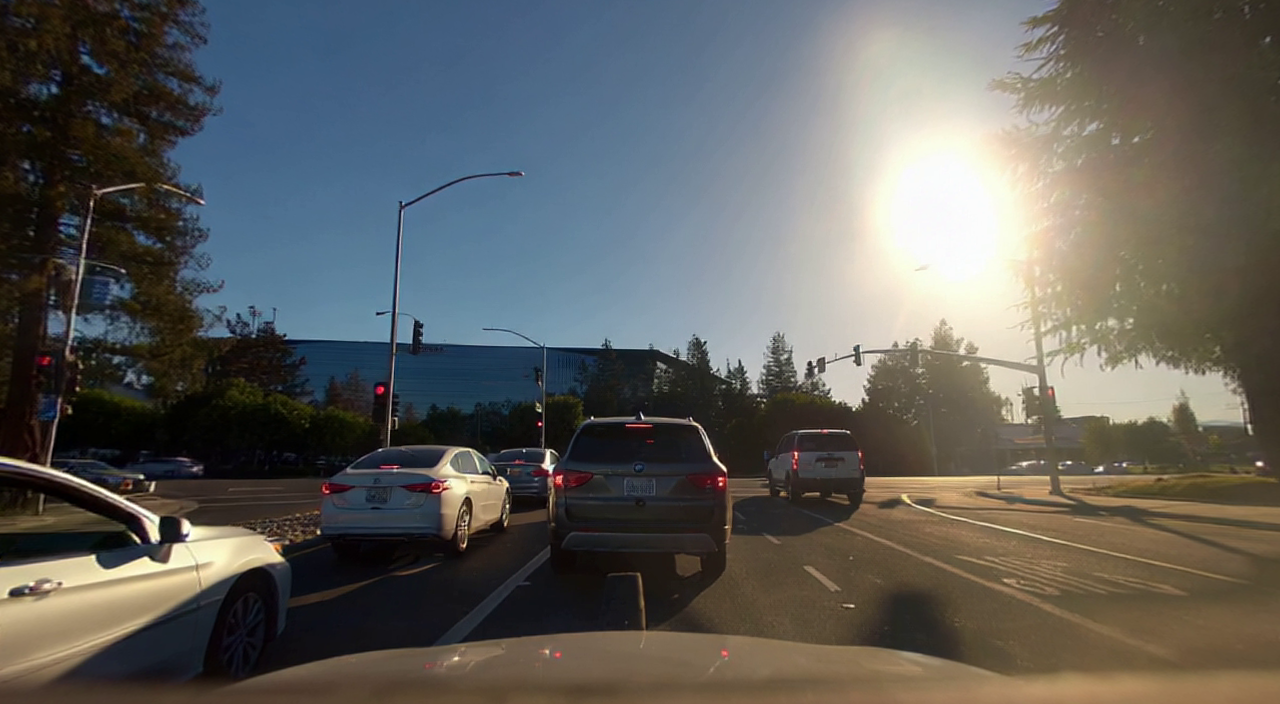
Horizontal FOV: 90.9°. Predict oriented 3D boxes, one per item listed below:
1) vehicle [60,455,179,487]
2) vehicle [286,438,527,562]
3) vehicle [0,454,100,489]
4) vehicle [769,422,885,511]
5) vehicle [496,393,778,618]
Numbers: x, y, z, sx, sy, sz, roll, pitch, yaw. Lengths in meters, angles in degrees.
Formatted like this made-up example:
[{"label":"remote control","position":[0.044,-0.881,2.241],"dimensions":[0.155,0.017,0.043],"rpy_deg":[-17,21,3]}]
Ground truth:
[{"label":"vehicle","position":[-25.976,5.946,31.594],"dimensions":[4.140,1.444,1.742],"rpy_deg":[2,-9,-15]},{"label":"vehicle","position":[-3.185,2.091,9.756],"dimensions":[1.913,1.453,4.413],"rpy_deg":[0,-8,2]},{"label":"vehicle","position":[-27.043,5.274,27.955],"dimensions":[4.198,1.444,1.765],"rpy_deg":[2,-9,-15]},{"label":"vehicle","position":[4.817,2.998,16.919],"dimensions":[2.084,2.053,4.073],"rpy_deg":[-1,-8,4]},{"label":"vehicle","position":[-0.024,1.521,7.167],"dimensions":[2.203,1.757,4.286],"rpy_deg":[0,-8,0]}]
